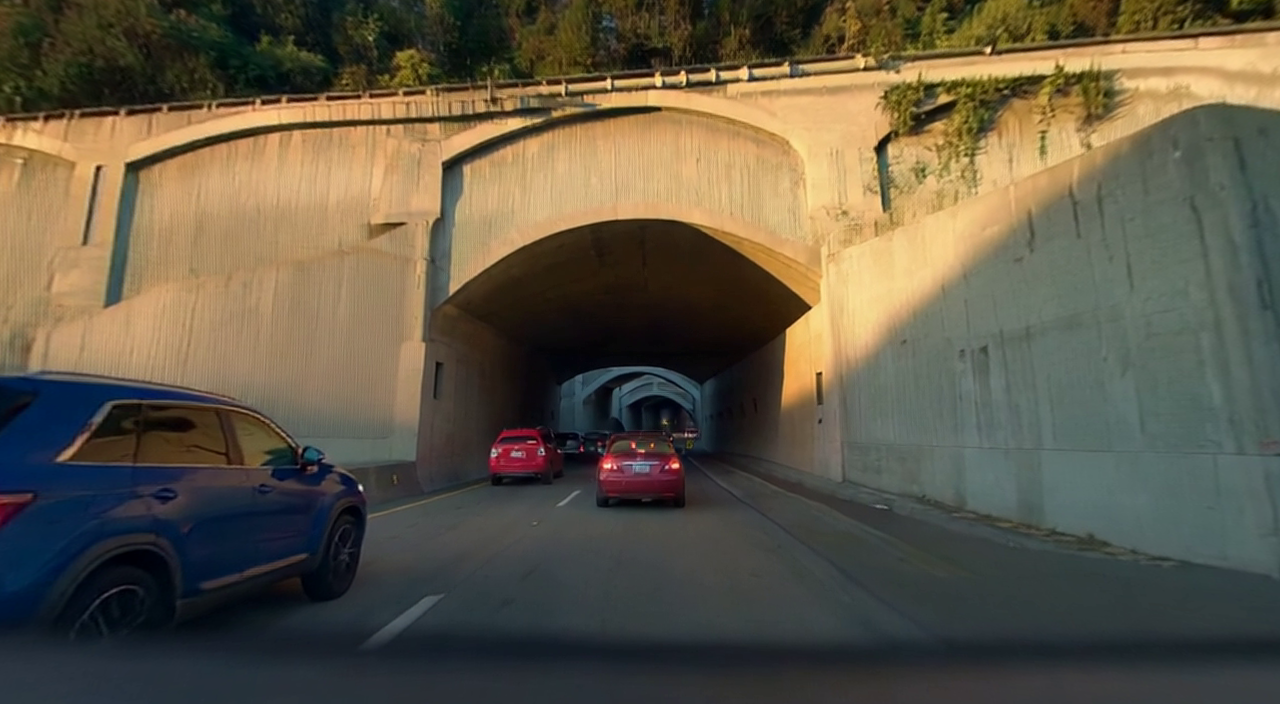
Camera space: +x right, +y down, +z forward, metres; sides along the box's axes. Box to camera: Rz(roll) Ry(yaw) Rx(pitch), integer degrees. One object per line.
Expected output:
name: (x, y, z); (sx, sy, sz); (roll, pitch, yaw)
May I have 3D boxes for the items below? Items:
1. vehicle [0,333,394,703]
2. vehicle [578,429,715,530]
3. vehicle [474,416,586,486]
vehicle: (-3.534, 1.037, 3.997); (2.017, 1.761, 4.572); (0, -8, 1)
vehicle: (0.130, 2.191, 11.403); (2.020, 1.478, 4.092); (0, -8, 1)
vehicle: (-3.321, 3.185, 20.462); (2.329, 1.948, 5.800); (-1, -8, 3)
